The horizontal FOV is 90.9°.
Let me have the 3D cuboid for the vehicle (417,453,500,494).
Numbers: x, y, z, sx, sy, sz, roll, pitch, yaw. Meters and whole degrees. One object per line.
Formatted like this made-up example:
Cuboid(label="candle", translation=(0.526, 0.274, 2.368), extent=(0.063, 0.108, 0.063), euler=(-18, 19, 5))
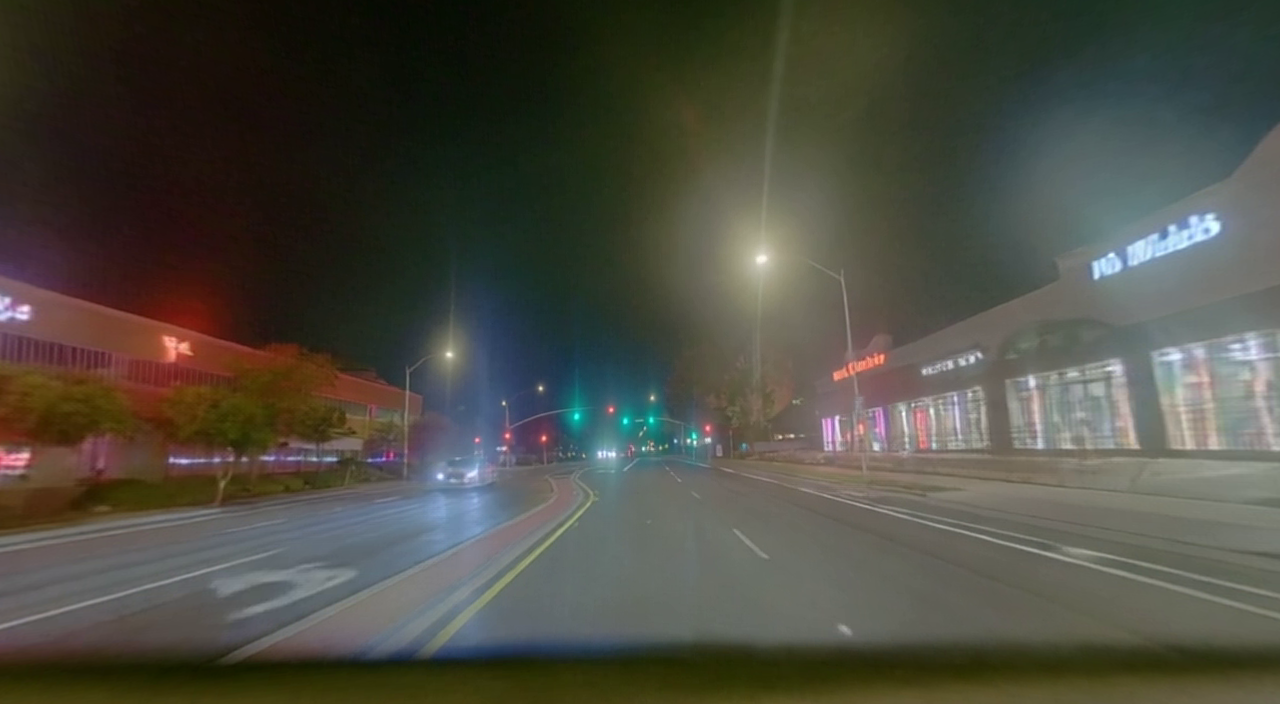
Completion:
Cuboid(label="vehicle", translation=(-7.194, 4.856, 25.536), extent=(1.954, 1.451, 4.536), euler=(0, -8, 1))
